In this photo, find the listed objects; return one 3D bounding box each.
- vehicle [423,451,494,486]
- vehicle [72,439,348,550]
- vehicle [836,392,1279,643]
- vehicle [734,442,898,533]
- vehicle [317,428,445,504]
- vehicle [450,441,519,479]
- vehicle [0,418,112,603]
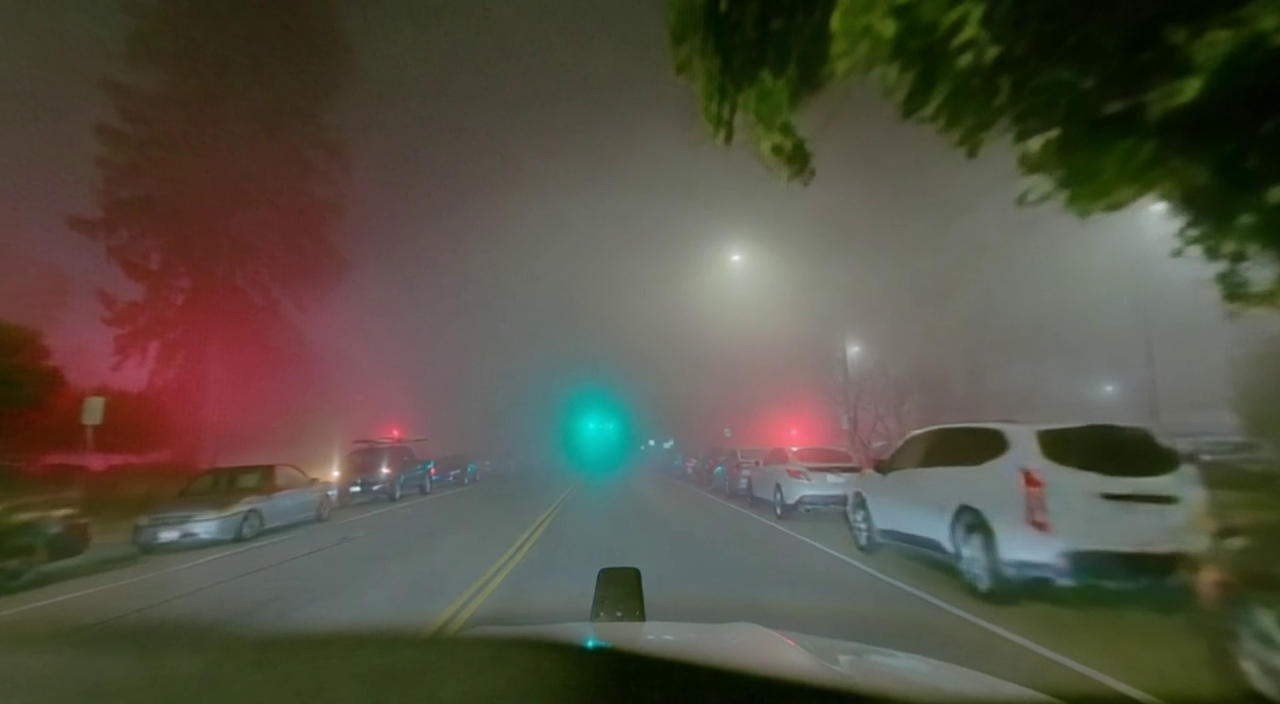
[{"bbox_3d":[-8.405,5.416,29.617,2.057,1.486,4.759,0,-9,-2],"label":"vehicle"},{"bbox_3d":[-7.730,2.571,12.143,2.055,1.663,4.889,0,-9,-3],"label":"vehicle"},{"bbox_3d":[4.090,1.556,6.980,2.071,1.781,4.737,0,-9,-3],"label":"vehicle"},{"bbox_3d":[3.397,2.709,13.235,2.009,1.547,4.574,0,-9,-2],"label":"vehicle"},{"bbox_3d":[-8.260,3.683,20.752,2.146,2.167,5.339,0,-9,-3],"label":"vehicle"},{"bbox_3d":[-8.768,6.178,36.261,2.613,1.959,5.843,0,-9,-1],"label":"vehicle"},{"bbox_3d":[-7.448,1.415,5.083,2.072,1.840,5.197,-2,-10,-4],"label":"vehicle"}]
